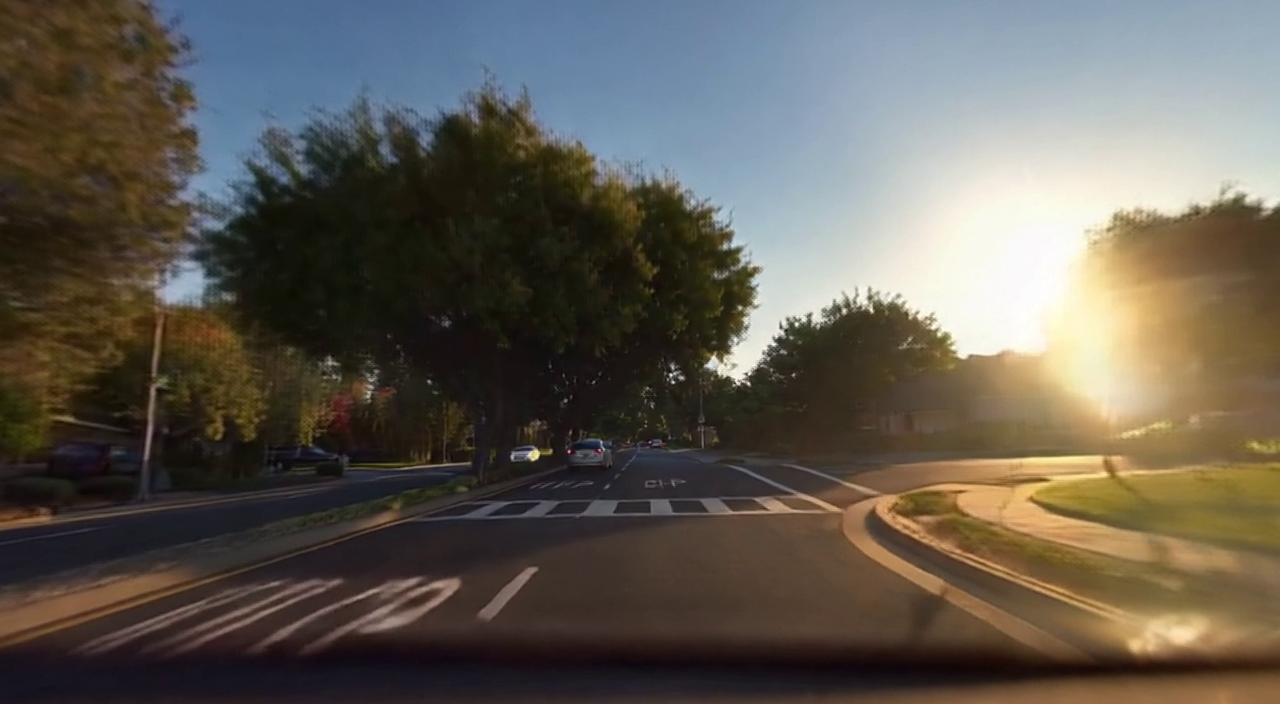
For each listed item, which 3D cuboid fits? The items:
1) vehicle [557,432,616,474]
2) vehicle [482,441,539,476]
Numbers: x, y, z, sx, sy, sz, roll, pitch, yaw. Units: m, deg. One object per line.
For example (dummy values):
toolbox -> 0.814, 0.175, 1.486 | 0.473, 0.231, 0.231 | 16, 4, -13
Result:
vehicle -> -2.358, 4.623, 28.981 | 2.190, 1.766, 4.394 | 0, -8, 1
vehicle -> -6.180, 5.142, 30.611 | 1.972, 1.514, 4.241 | 1, -9, -2
